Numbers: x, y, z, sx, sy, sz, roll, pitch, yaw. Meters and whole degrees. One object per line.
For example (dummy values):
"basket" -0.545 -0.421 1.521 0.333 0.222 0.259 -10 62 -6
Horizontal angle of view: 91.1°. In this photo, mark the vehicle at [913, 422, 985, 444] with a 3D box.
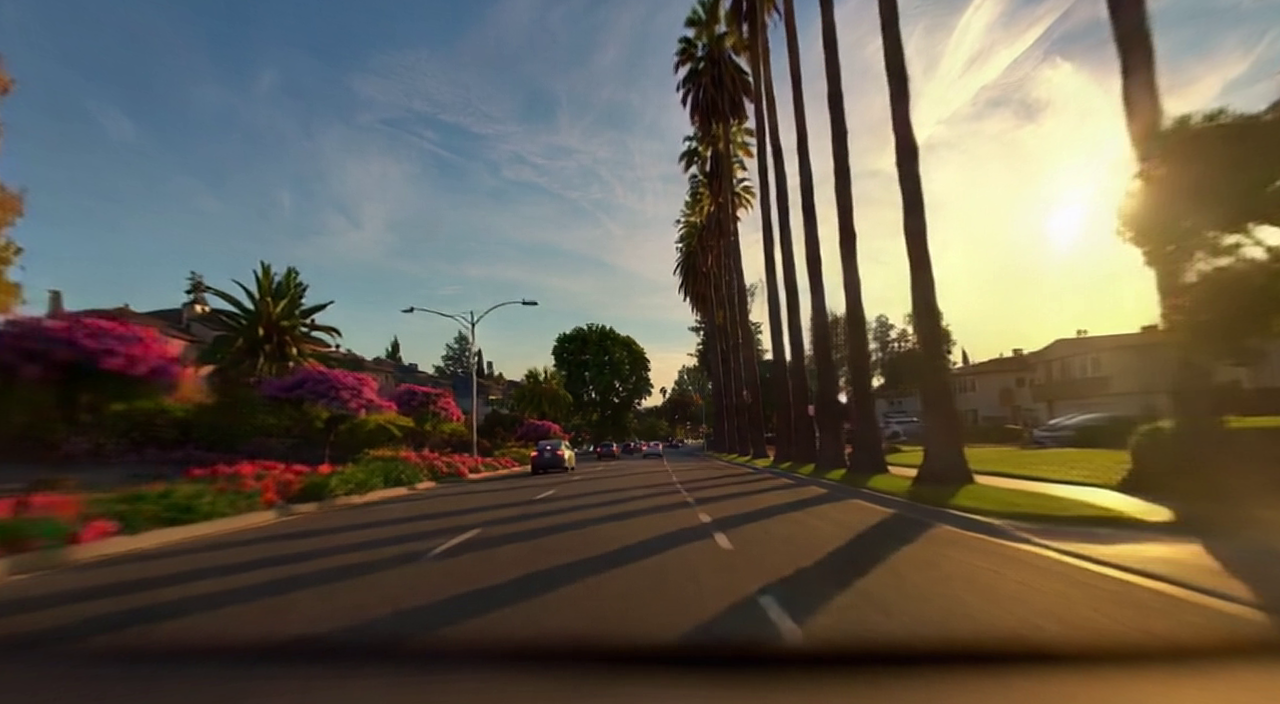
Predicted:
"vehicle" 21.856 5.770 44.572 4.168 1.489 1.768 0 -7 8

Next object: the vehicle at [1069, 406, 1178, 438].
"vehicle" 24.943 3.640 32.517 3.956 1.565 1.886 -1 -8 4

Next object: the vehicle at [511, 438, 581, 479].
"vehicle" -3.703 4.283 25.583 2.036 1.478 4.508 0 -8 1
